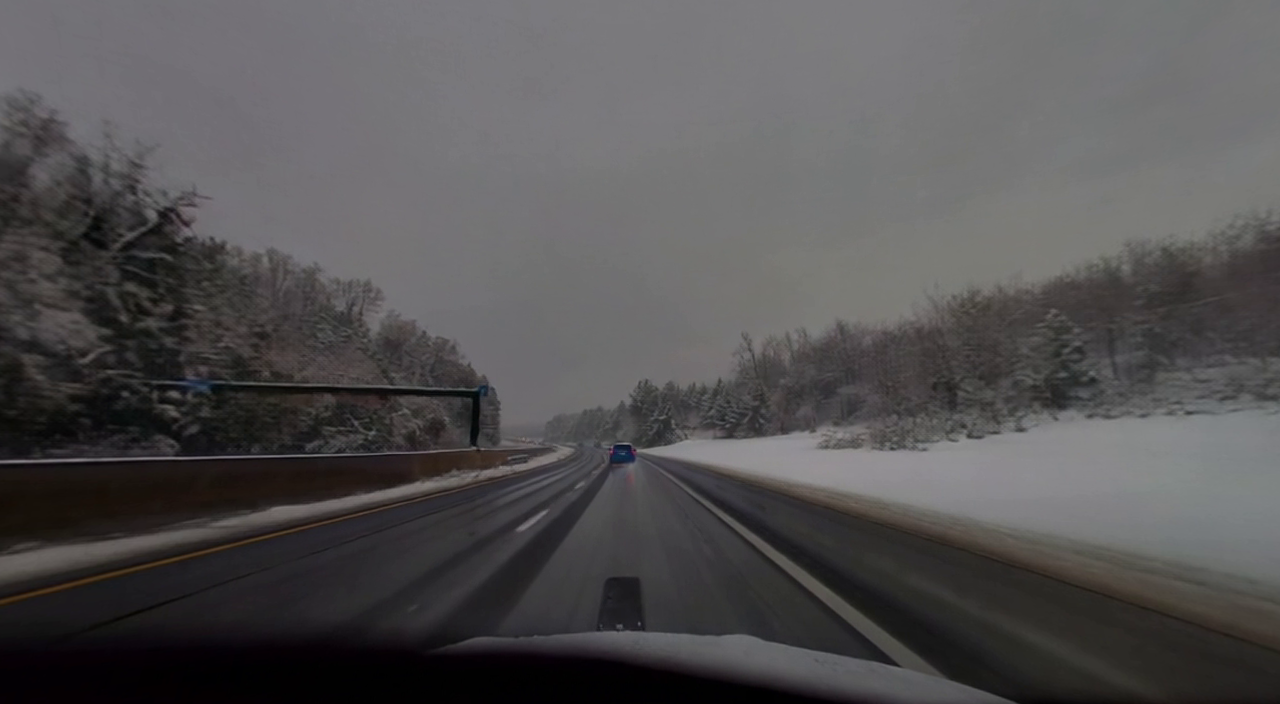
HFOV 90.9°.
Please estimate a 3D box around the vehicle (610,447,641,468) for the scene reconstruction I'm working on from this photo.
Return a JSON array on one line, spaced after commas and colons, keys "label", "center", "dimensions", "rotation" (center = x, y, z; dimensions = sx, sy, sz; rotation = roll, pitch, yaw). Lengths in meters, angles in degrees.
[{"label": "vehicle", "center": [-1.077, 7.469, 44.839], "dimensions": [2.126, 1.411, 4.433], "rotation": [0, -9, -2]}]
